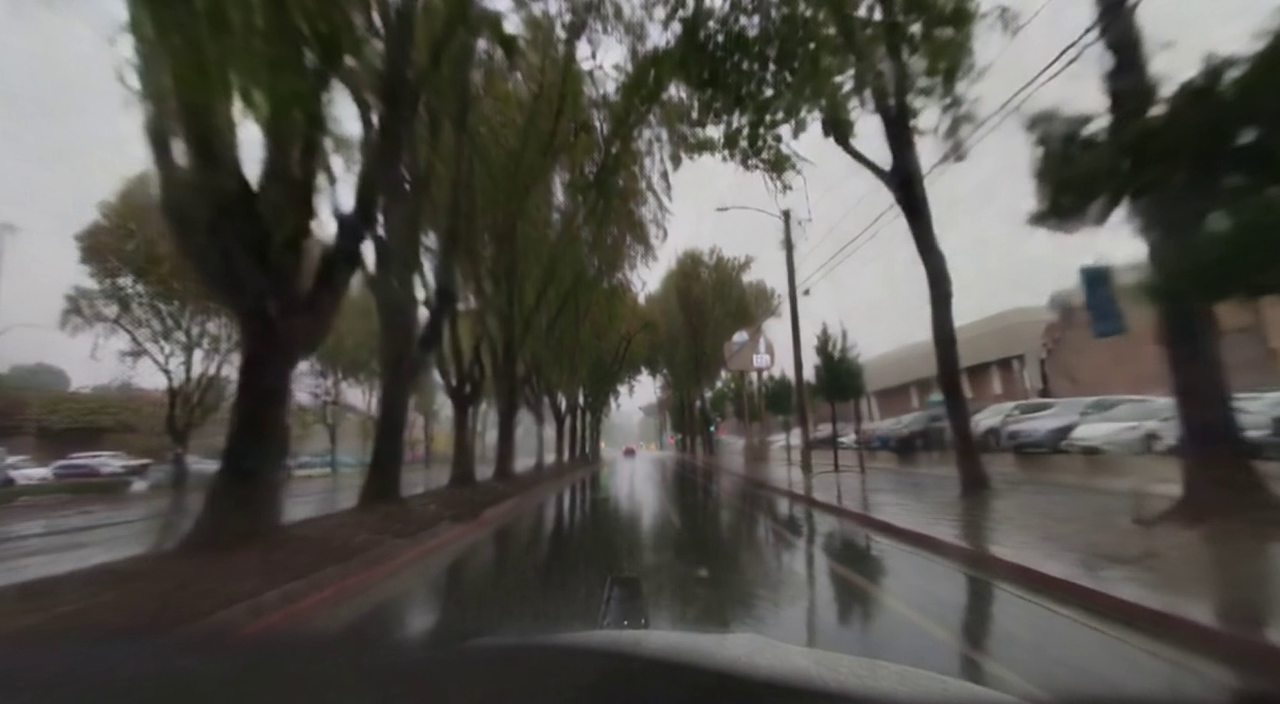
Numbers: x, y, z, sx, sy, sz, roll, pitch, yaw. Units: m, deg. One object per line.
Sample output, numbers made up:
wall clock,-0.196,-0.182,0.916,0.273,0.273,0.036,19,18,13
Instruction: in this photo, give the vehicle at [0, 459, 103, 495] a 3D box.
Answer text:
vehicle,-32.365,6.707,33.865,5.102,1.762,2.006,0,-8,-1

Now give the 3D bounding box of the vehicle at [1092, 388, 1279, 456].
vehicle,13.017,1.657,14.667,3.651,1.470,1.616,-1,-9,0

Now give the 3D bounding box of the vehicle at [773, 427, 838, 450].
vehicle,12.825,6.710,49.031,4.469,1.709,2.098,0,-9,-1

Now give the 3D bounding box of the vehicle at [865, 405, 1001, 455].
vehicle,12.696,3.395,27.570,4.713,1.767,2.268,-4,-7,1
